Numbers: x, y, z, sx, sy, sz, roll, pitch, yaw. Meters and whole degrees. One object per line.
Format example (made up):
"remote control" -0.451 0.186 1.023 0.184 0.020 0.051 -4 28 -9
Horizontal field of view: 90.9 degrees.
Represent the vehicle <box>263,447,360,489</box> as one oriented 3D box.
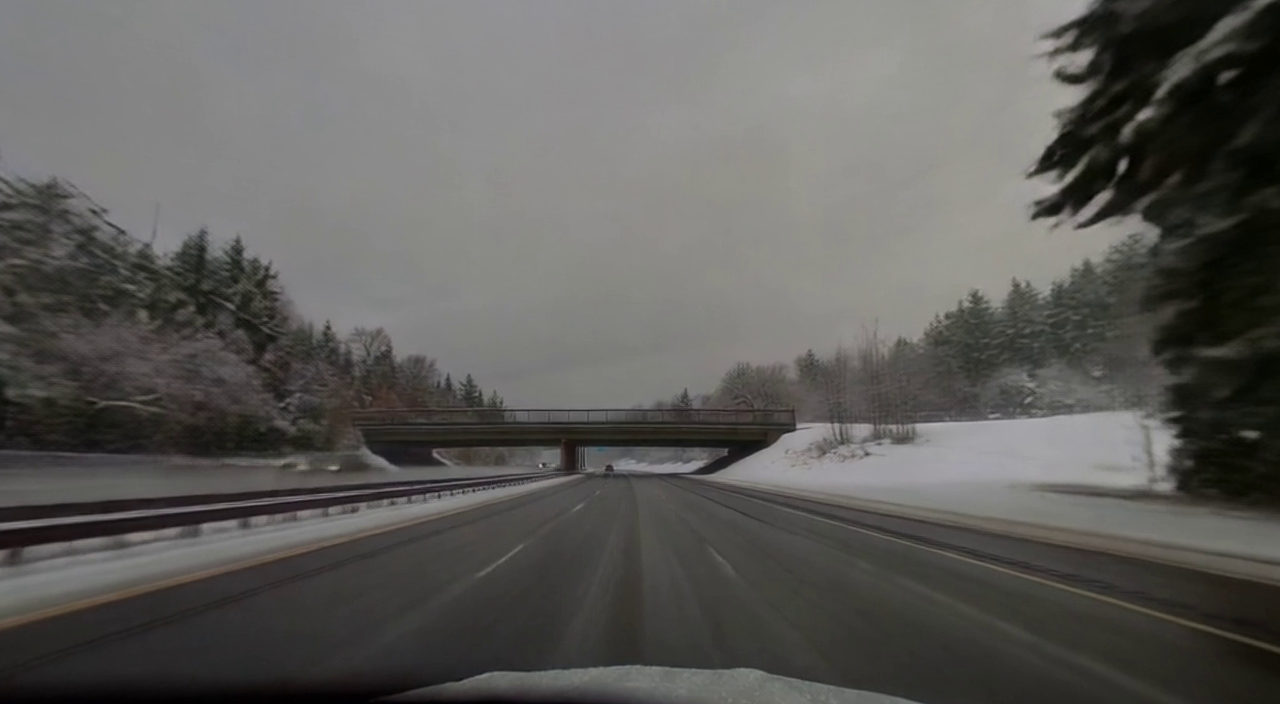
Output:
"vehicle" -13.292 4.749 25.759 1.815 1.537 3.842 1 -11 0
